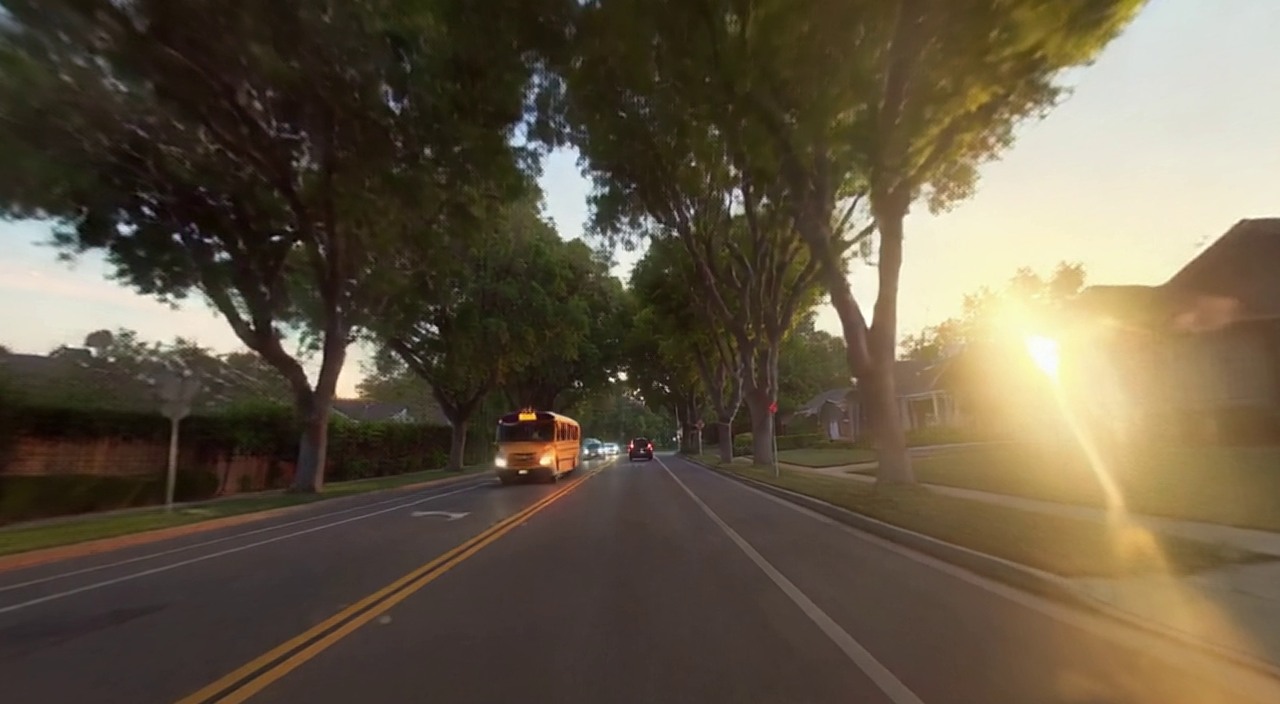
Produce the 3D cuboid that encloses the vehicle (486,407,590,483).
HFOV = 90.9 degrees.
[{"bbox_3d":[-4.199,4.169,28.399,2.966,2.818,9.113,0,-8,1],"label":"vehicle"}]
